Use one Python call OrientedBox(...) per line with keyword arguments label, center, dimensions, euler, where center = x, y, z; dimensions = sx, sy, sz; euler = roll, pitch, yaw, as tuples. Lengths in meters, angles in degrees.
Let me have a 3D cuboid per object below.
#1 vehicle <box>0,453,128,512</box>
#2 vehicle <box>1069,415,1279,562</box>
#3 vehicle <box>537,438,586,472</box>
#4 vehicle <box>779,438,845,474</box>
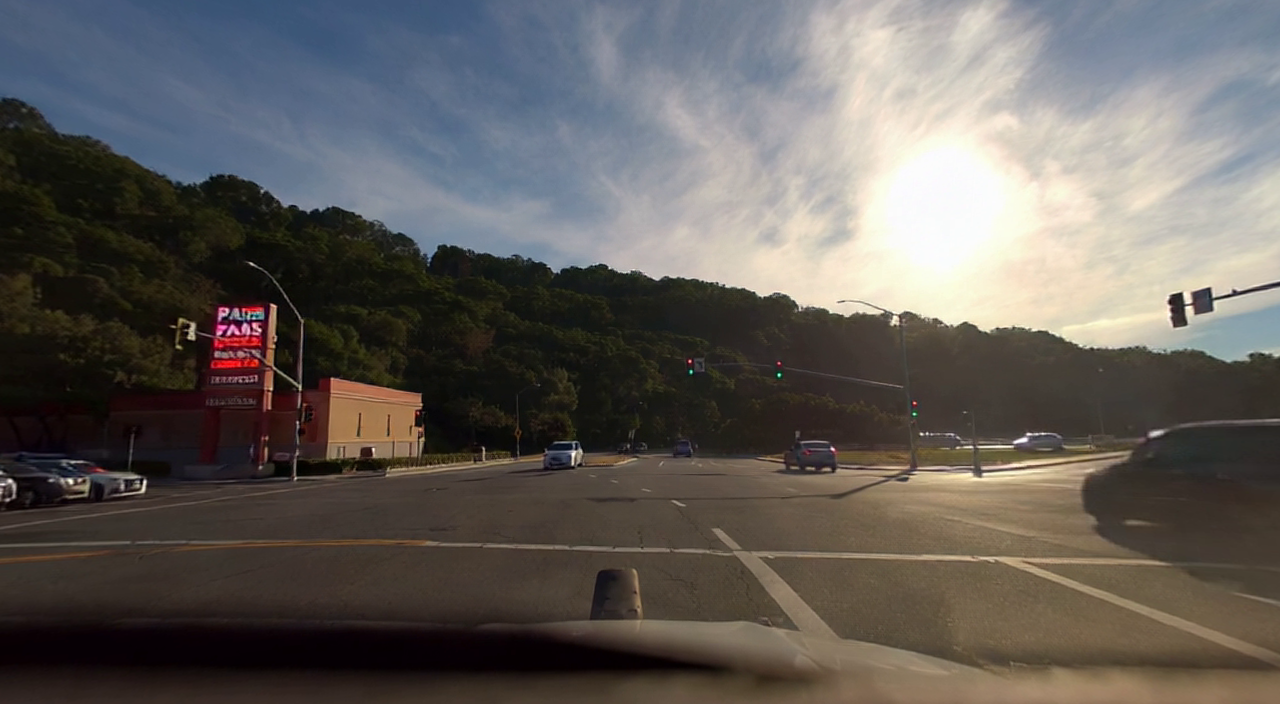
OrientedBox(label="vehicle", center=(-19.790, 4.195, 20.478), dimensions=(4.440, 1.748, 2.033), euler=(0, -9, 1))
OrientedBox(label="vehicle", center=(9.411, 1.987, 9.583), dimensions=(2.114, 1.898, 4.996), euler=(0, -8, -1))
OrientedBox(label="vehicle", center=(-4.595, 6.127, 37.658), dimensions=(2.238, 1.883, 4.503), euler=(0, -9, 2))
OrientedBox(label="vehicle", center=(9.421, 5.734, 34.880), dimensions=(2.273, 1.839, 4.218), euler=(1, -9, -3))
